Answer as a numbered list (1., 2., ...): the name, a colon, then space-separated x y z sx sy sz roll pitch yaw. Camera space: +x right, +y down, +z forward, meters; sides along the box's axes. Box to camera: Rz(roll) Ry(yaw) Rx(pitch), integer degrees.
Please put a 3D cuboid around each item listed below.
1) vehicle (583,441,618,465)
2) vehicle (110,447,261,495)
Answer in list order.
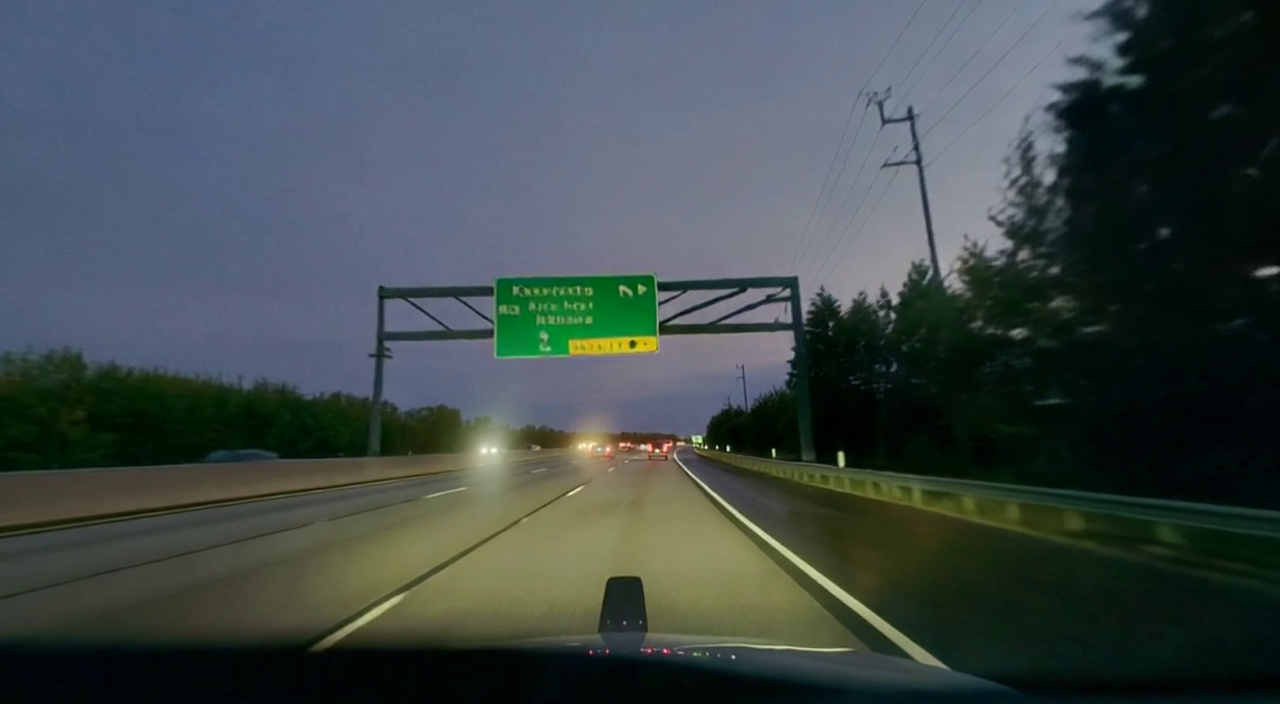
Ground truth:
1. vehicle: -2.717 7.010 43.903 2.021 1.515 4.453 0 -8 2
2. vehicle: -16.041 4.185 22.585 2.069 1.485 4.453 0 -8 1
